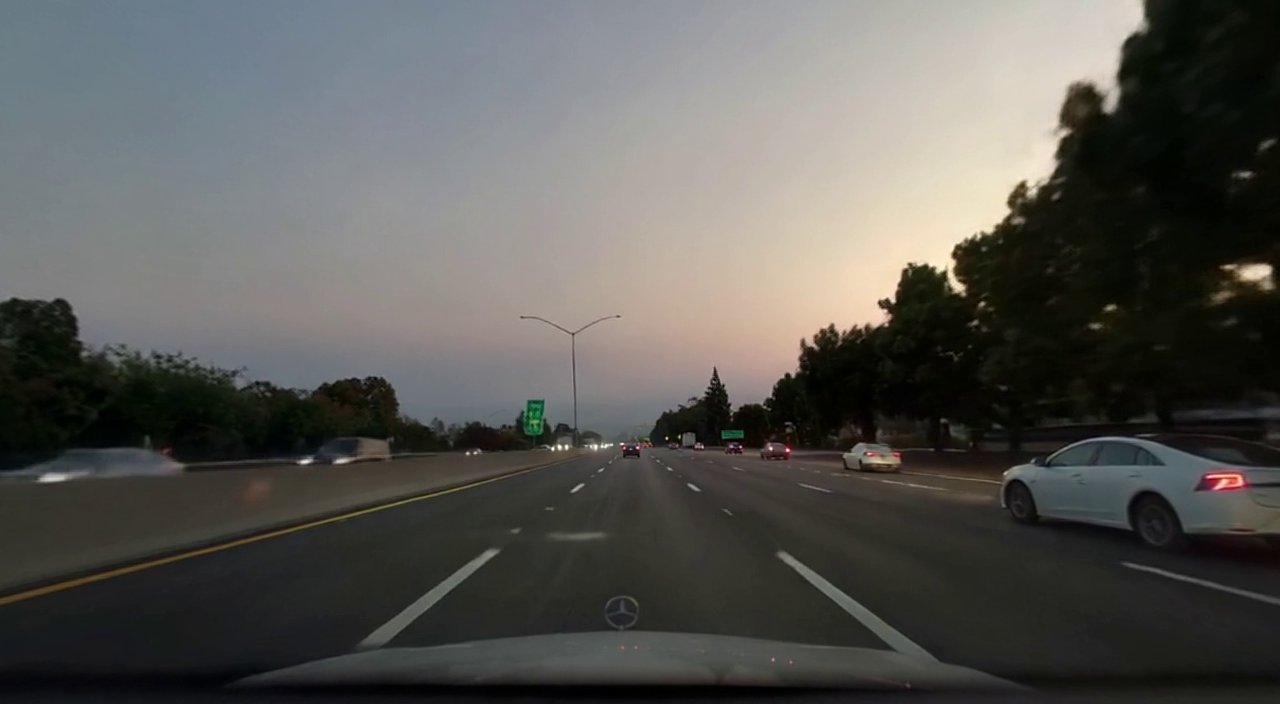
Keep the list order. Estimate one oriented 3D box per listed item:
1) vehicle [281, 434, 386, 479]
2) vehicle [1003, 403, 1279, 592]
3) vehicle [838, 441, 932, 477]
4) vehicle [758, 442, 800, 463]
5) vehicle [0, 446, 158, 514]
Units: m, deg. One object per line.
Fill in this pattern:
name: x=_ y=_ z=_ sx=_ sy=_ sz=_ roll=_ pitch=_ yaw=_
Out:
vehicle: x=-10.931 y=3.725 z=22.884 sx=1.751 sy=1.436 sz=4.133 roll=1 pitch=-8 yaw=-1
vehicle: x=6.749 y=1.591 z=7.574 sx=2.027 sy=1.679 sz=4.543 roll=0 pitch=-8 yaw=-1
vehicle: x=11.165 y=4.893 z=29.299 sx=2.194 sy=1.489 sz=5.141 roll=0 pitch=-8 yaw=-1
vehicle: x=10.680 y=7.737 z=48.914 sx=1.962 sy=1.536 sz=4.945 roll=0 pitch=-8 yaw=-2
vehicle: x=-14.744 y=3.090 z=15.811 sx=2.002 sy=1.427 sz=4.270 roll=0 pitch=-8 yaw=0
